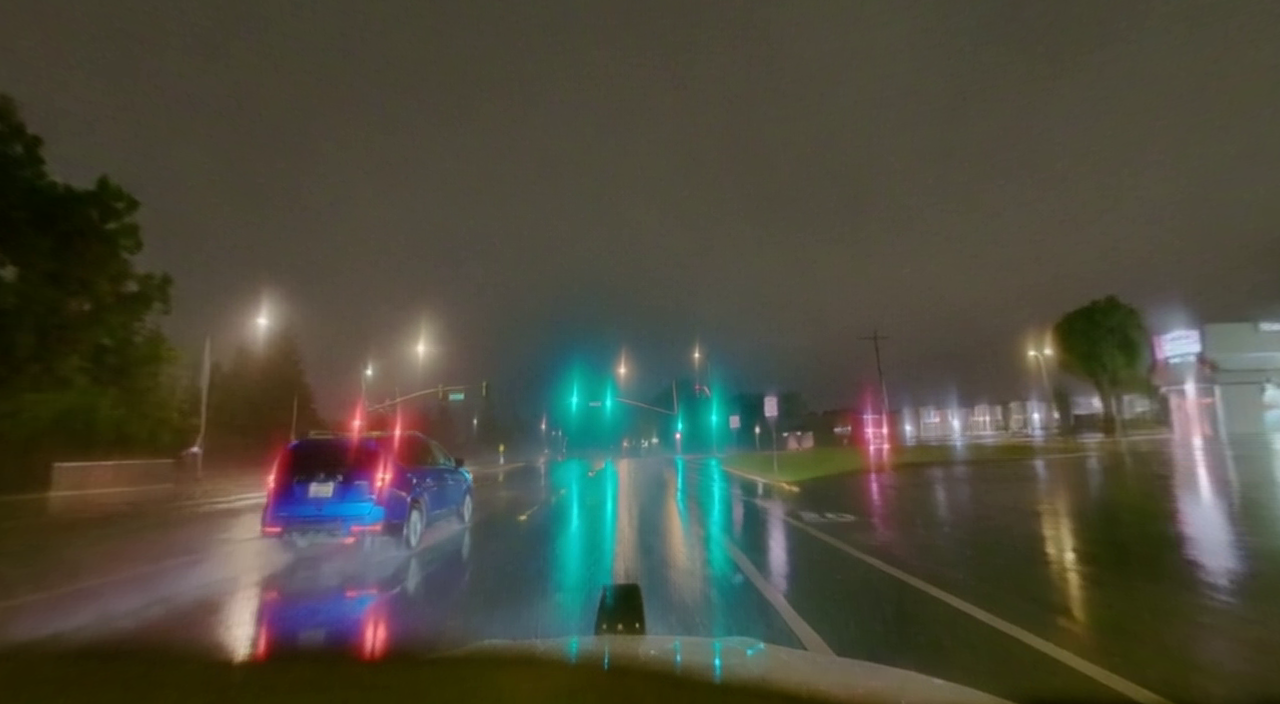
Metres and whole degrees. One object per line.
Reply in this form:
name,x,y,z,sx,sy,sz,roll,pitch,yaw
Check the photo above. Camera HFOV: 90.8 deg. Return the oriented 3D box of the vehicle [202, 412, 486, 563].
vehicle,-3.953,1.891,9.529,2.121,1.724,4.392,0,-9,0
